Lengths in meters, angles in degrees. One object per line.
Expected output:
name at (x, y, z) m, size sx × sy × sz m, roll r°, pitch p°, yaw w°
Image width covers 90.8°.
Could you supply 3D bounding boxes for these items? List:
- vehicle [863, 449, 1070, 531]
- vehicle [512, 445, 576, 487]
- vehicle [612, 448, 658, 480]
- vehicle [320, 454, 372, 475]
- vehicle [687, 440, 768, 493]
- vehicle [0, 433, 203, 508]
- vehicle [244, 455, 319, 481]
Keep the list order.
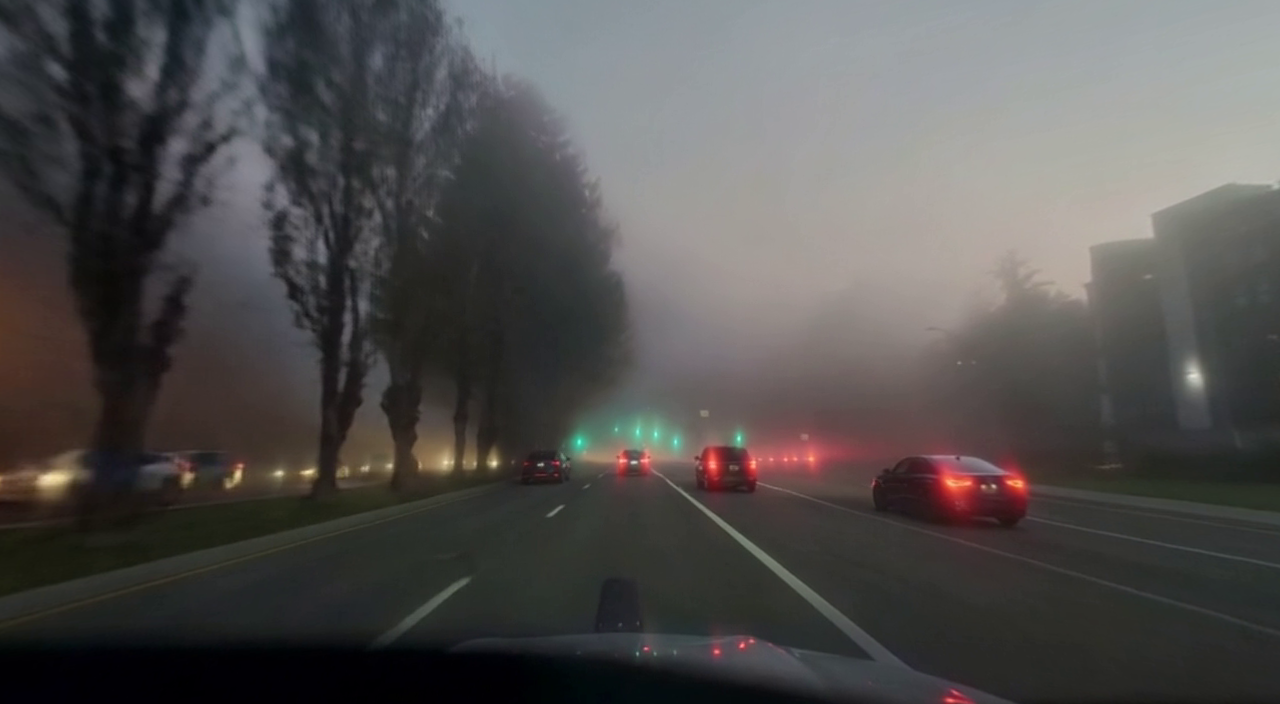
vehicle at (6.532, 2.767, 13.327) m, size 1.945 × 1.408 × 4.288 m, roll 0°, pitch -9°, yaw -2°
vehicle at (-4.103, 4.930, 27.724) m, size 2.172 × 1.671 × 4.175 m, roll 0°, pitch -9°, yaw 0°
vehicle at (-0.319, 5.651, 32.113) m, size 2.155 × 1.486 × 4.403 m, roll 0°, pitch -9°, yaw -2°
vehicle at (-22.834, 8.713, 49.207) m, size 1.919 × 1.462 × 4.580 m, roll 0°, pitch -9°, yaw -1°
vehicle at (3.020, 4.051, 22.759) m, size 2.161 × 1.716 × 4.194 m, roll 0°, pitch -9°, yaw -2°
vehicle at (-15.374, 3.242, 17.827) m, size 2.089 × 1.744 × 5.500 m, roll 0°, pitch -9°, yaw 0°
vehicle at (-22.648, 7.341, 40.137) m, size 2.019 × 1.467 × 4.808 m, roll 0°, pitch -9°, yaw -1°
